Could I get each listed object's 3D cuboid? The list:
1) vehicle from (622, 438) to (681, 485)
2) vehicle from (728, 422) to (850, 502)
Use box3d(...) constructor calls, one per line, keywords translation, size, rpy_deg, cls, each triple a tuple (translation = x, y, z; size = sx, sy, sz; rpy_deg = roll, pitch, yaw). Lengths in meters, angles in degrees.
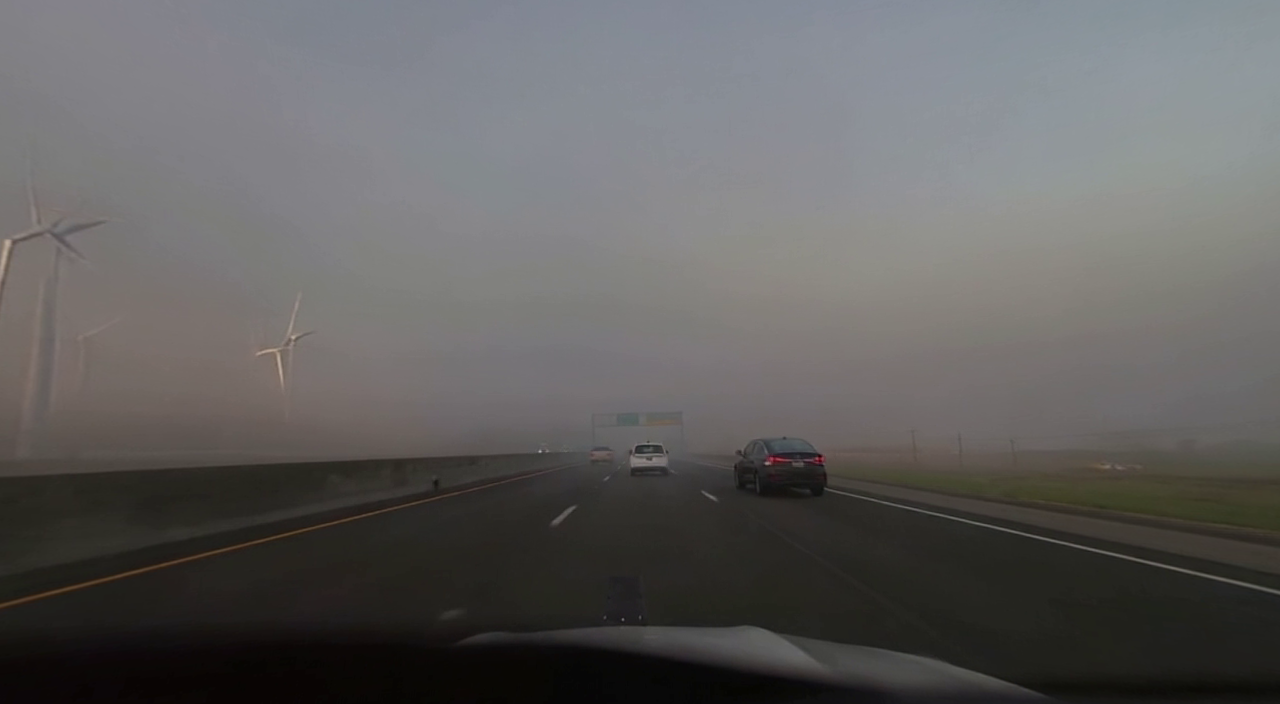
box3d(translation=(0.401, 4.138, 24.039), size=(2.083, 1.653, 3.787), rpy_deg=(0, -9, 0), cls="vehicle")
box3d(translation=(3.873, 2.988, 17.435), size=(2.104, 1.861, 4.956), rpy_deg=(0, -9, -1), cls="vehicle")
